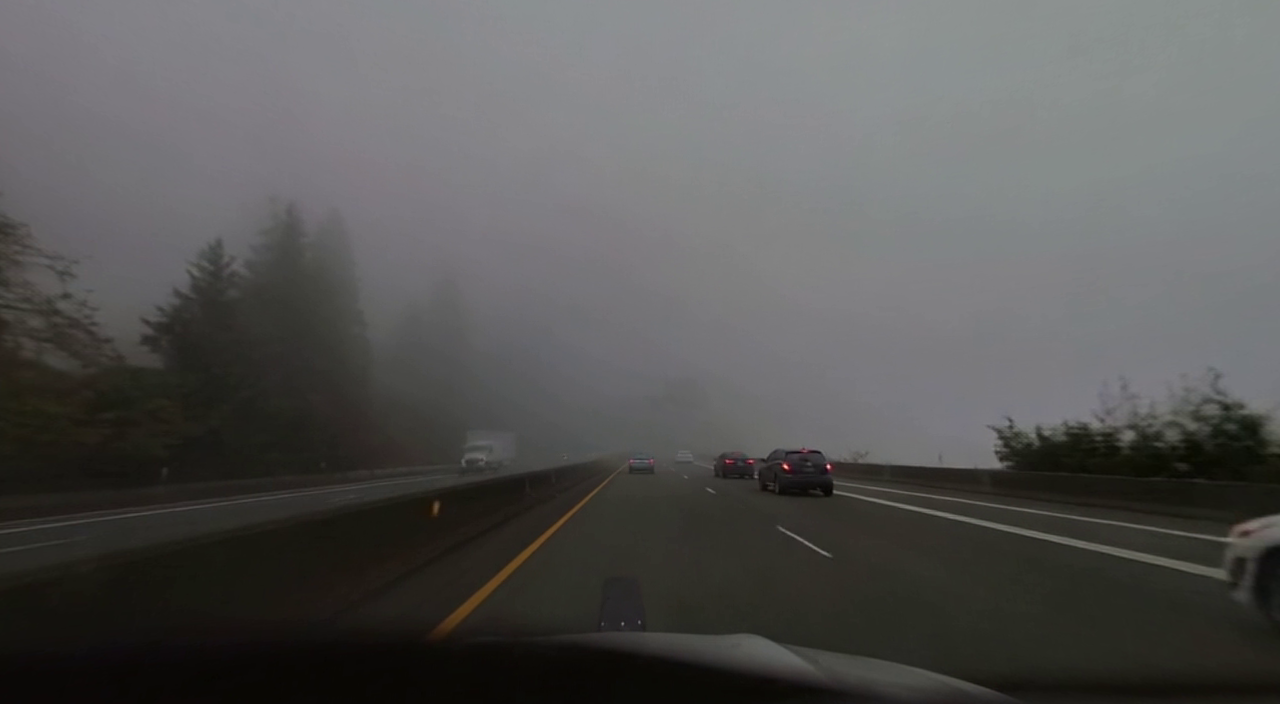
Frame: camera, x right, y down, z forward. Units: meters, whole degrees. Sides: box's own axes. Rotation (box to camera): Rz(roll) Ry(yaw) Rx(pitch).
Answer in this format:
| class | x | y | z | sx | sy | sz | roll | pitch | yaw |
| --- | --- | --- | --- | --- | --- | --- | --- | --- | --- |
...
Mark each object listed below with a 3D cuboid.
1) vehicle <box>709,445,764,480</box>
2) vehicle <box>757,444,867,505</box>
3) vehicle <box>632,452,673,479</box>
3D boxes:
| class | x | y | z | sx | sy | sz | roll | pitch | yaw |
| --- | --- | --- | --- | --- | --- | --- | --- | --- | --- |
| vehicle | 4.709 | 5.477 | 31.469 | 1.969 | 1.639 | 4.472 | 0 | -9 | -1 |
| vehicle | 4.658 | 3.373 | 17.688 | 1.952 | 1.495 | 3.740 | 0 | -9 | -1 |
| vehicle | 0.613 | 5.953 | 33.300 | 2.012 | 1.320 | 3.777 | 0 | -9 | 0 |
